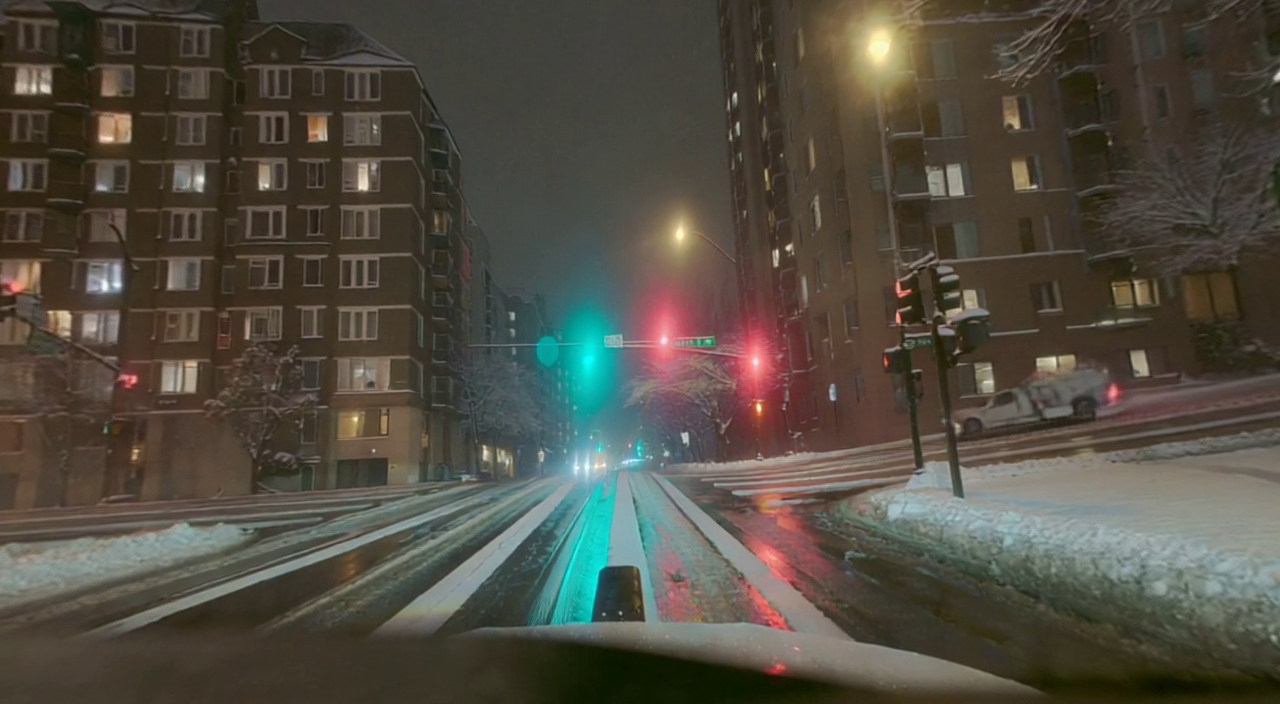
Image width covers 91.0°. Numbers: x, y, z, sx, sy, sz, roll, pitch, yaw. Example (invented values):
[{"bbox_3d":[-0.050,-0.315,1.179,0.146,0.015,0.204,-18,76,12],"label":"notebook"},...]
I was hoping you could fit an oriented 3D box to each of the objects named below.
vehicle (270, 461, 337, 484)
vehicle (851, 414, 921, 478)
[{"bbox_3d":[-24.683,8.854,46.277,3.882,1.600,1.768,0,-9,2],"label":"vehicle"},{"bbox_3d":[13.098,5.097,34.098,2.948,3.071,7.295,-3,-9,17],"label":"vehicle"}]
